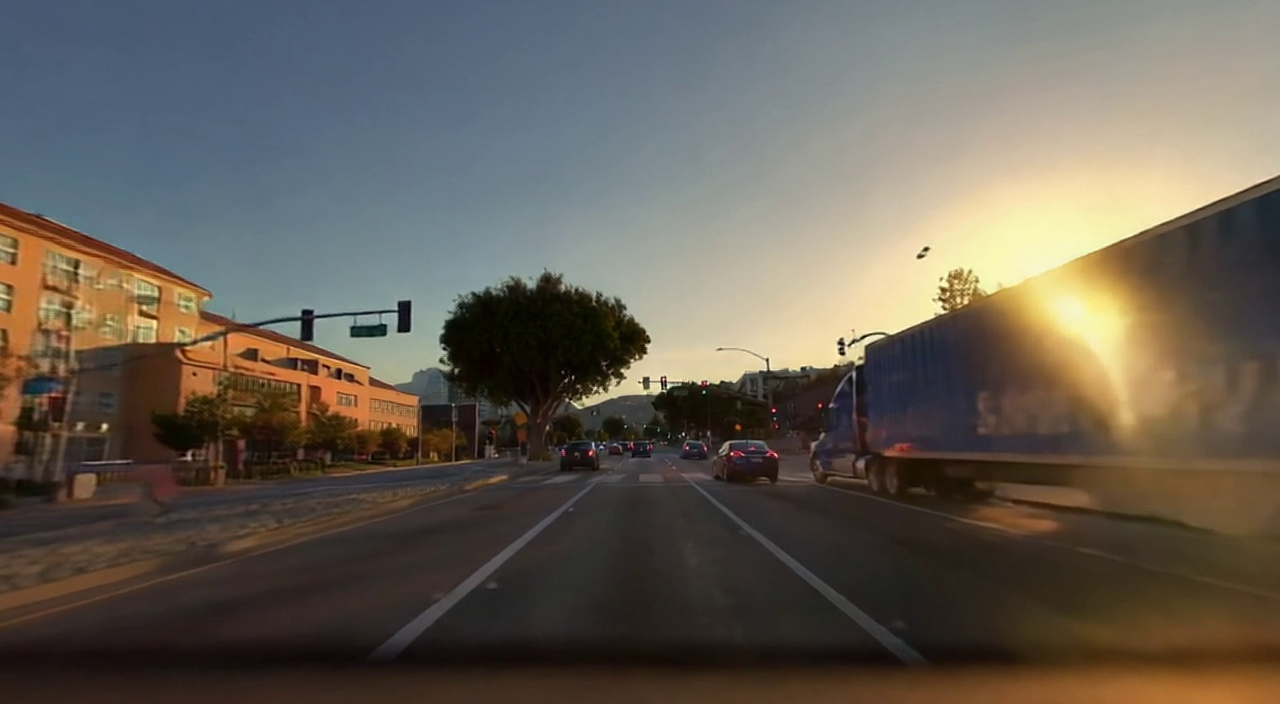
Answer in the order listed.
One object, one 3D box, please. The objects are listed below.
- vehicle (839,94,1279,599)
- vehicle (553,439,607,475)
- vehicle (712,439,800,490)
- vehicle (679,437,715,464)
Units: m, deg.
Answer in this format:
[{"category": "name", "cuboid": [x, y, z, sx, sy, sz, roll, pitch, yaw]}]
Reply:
[{"category": "vehicle", "cuboid": [7.184, 0.421, 8.596, 3.383, 4.268, 17.469, 0, -8, 0]}, {"category": "vehicle", "cuboid": [-2.685, 4.817, 29.264, 2.003, 1.509, 4.396, 0, -8, 1]}, {"category": "vehicle", "cuboid": [3.595, 3.548, 20.333, 1.972, 1.452, 4.189, 0, -8, -1]}, {"category": "vehicle", "cuboid": [3.759, 6.600, 42.243, 2.050, 1.683, 3.990, 0, -8, 0]}]
